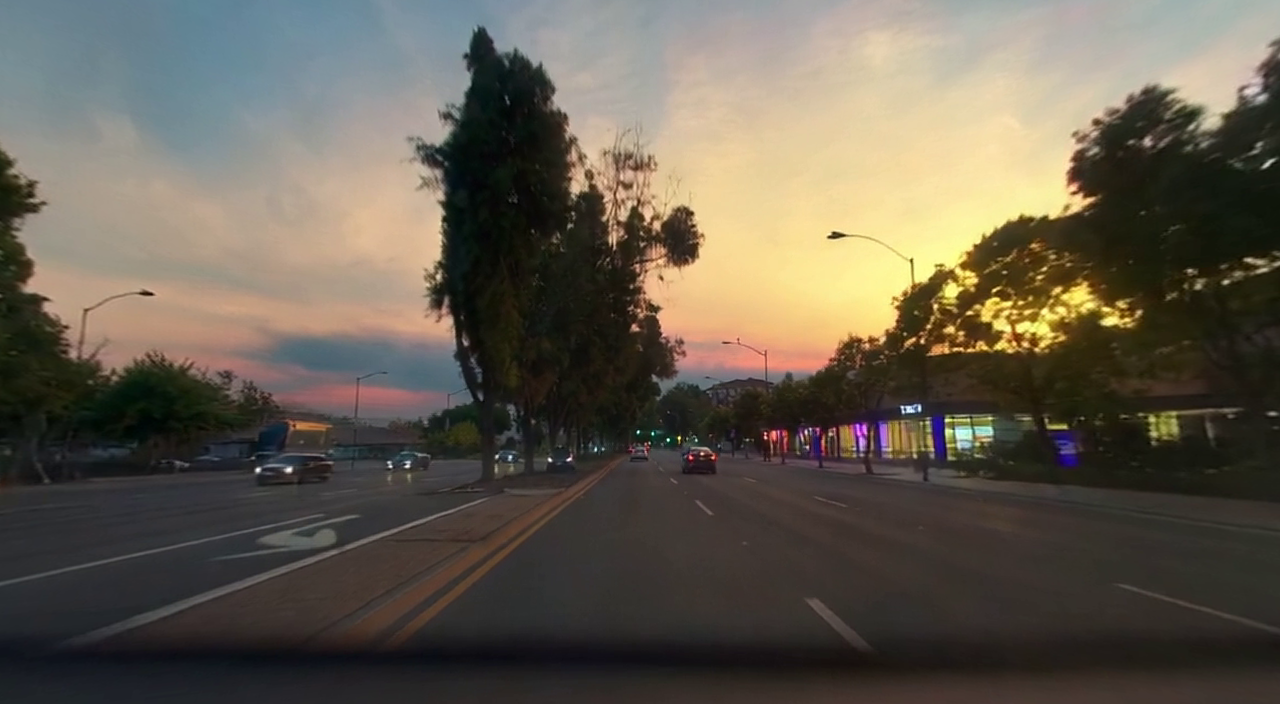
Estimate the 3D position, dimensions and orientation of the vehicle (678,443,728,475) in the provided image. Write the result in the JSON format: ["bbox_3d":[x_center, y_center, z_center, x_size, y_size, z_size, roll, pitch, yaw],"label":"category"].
[{"bbox_3d":[3.147,5.467,32.467,1.983,1.482,4.463,0,-9,-2],"label":"vehicle"}]

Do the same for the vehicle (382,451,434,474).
[{"bbox_3d":[-16.358,7.791,44.784,1.989,1.466,4.349,0,-9,0],"label":"vehicle"}]

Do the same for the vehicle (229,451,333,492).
[{"bbox_3d":[-14.945,4.965,26.629,1.878,1.515,4.258,0,-9,0],"label":"vehicle"}]

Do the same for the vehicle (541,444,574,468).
[{"bbox_3d":[-6.000,7.575,46.303,2.100,1.639,4.268,0,-9,-3],"label":"vehicle"}]

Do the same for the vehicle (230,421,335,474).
[{"bbox_3d":[-27.735,7.517,49.680,2.804,3.714,8.815,-1,-9,2],"label":"vehicle"}]
